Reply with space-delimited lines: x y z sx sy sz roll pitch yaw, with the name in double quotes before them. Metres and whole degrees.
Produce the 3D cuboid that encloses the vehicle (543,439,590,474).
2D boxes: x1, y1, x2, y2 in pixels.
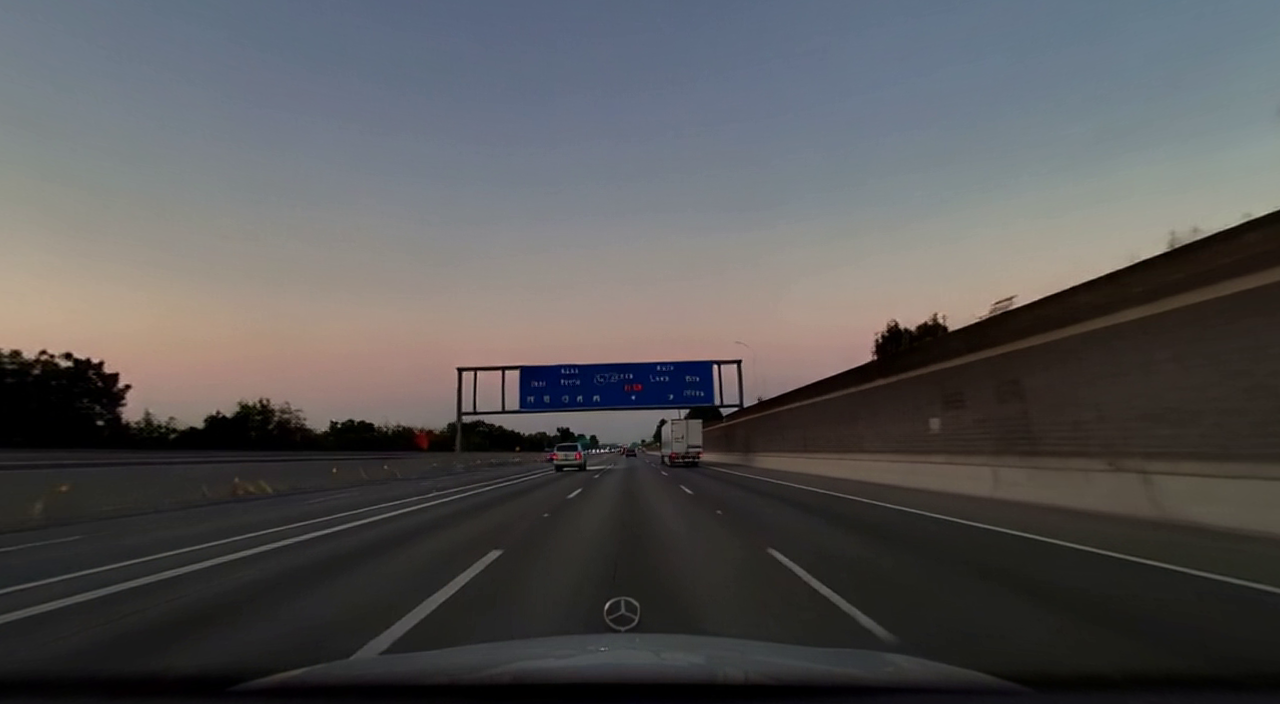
"vehicle" -4.108 5.965 35.943 2.173 1.857 4.800 0 -9 0
